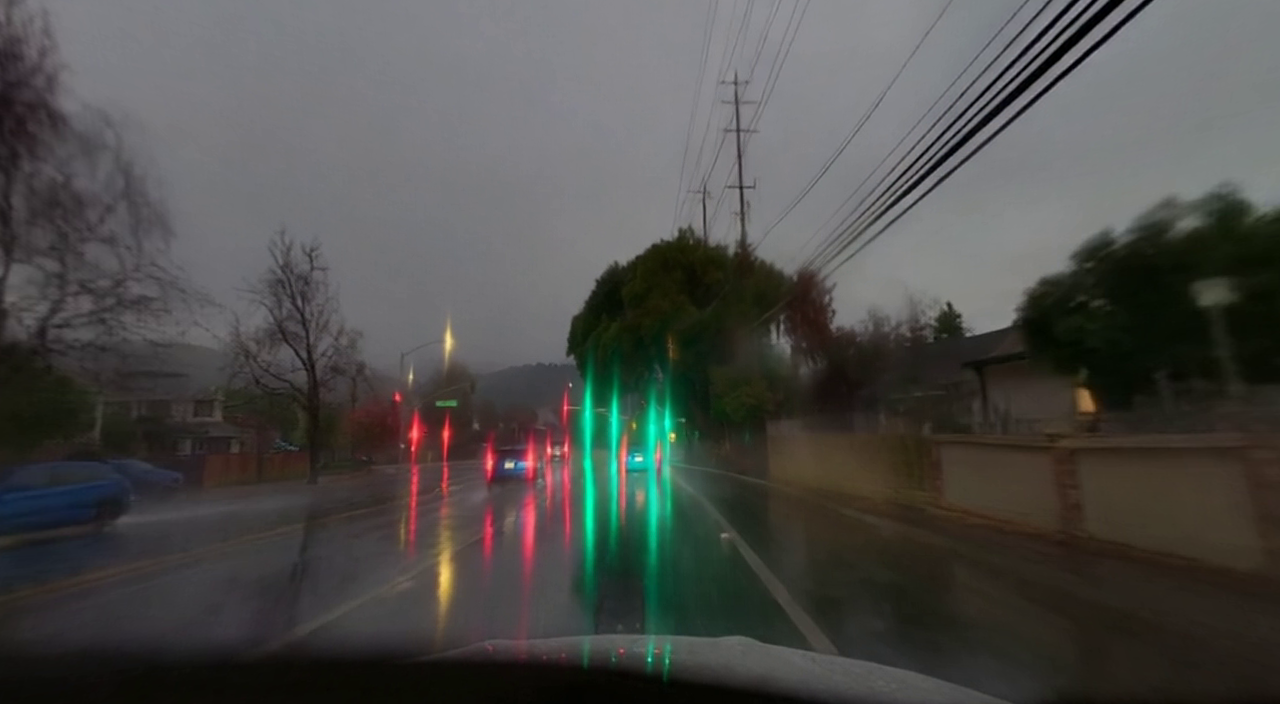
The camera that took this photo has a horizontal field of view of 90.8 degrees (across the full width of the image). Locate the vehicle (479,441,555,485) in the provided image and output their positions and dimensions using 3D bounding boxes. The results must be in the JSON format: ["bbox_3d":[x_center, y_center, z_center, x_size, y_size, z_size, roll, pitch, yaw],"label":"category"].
[{"bbox_3d":[-4.321,3.944,22.868,1.913,1.425,4.235,0,-8,0],"label":"vehicle"}]

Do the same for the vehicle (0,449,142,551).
[{"bbox_3d":[-14.565,3.296,14.185,2.094,2.000,5.603,1,-7,1],"label":"vehicle"}]

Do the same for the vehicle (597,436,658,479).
[{"bbox_3d":[-0.504,4.017,24.328,2.168,1.504,4.284,0,-8,-2],"label":"vehicle"}]

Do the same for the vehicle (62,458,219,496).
[{"bbox_3d":[-21.293,5.320,27.093,4.881,1.488,2.069,0,-8,-3],"label":"vehicle"}]
